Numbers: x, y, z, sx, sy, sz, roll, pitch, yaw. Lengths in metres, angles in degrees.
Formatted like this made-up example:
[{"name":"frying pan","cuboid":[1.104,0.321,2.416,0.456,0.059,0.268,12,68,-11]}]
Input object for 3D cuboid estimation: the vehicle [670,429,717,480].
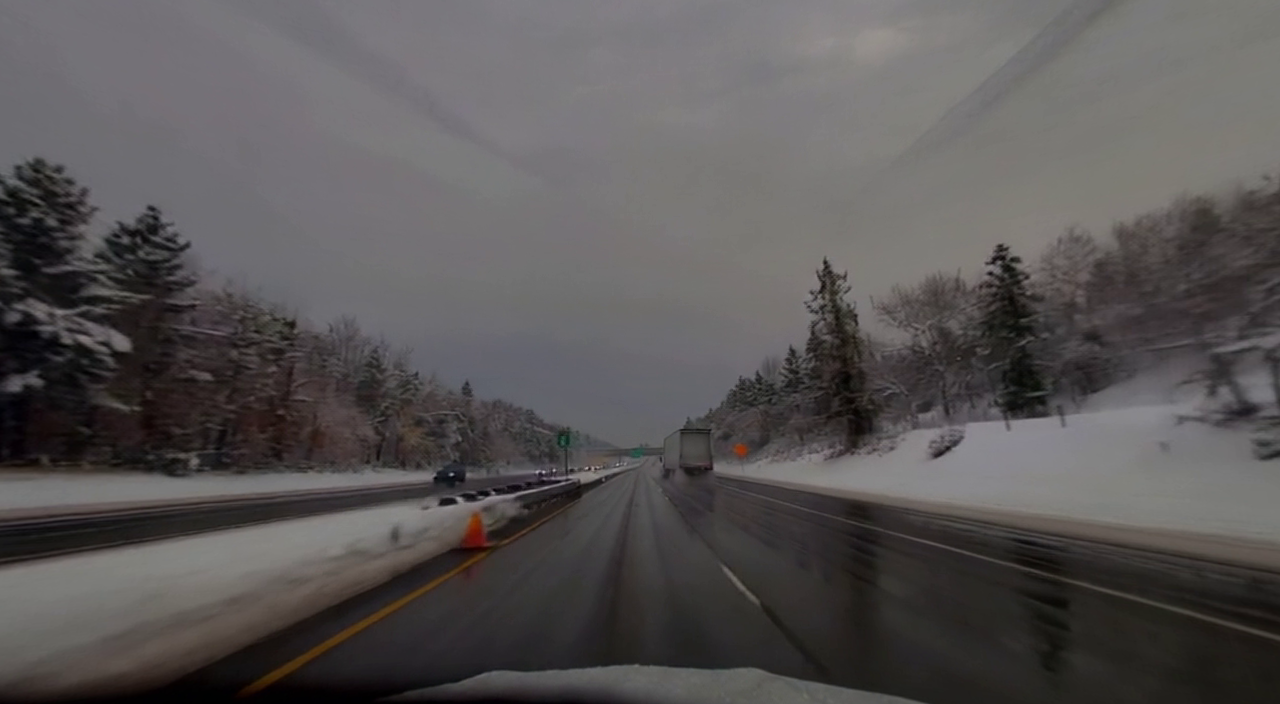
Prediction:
[{"name":"vehicle","cuboid":[3.954,7.787,47.984,2.806,3.499,5.698,-2,-9,-1]}]
